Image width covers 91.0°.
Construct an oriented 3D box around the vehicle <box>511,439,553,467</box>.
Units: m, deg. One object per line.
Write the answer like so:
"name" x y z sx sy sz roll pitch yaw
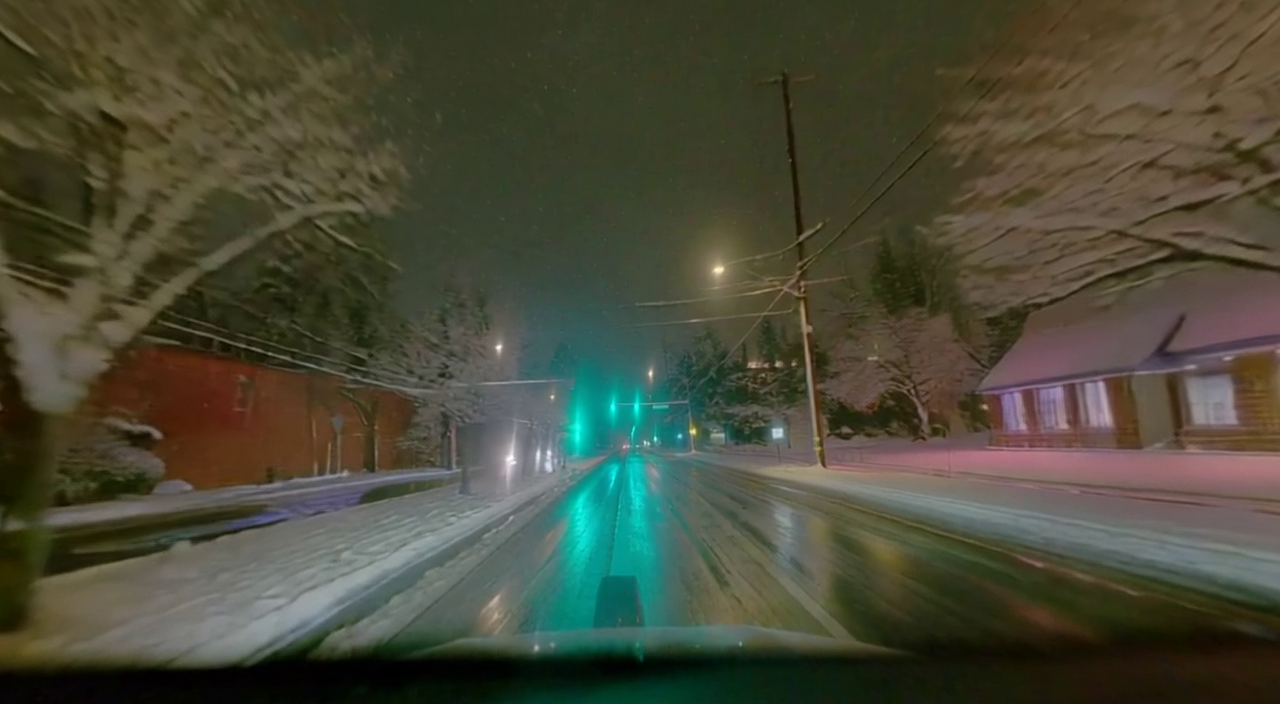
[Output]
"vehicle" -7.876 7.432 46.430 2.176 1.850 4.909 -2 -8 0
